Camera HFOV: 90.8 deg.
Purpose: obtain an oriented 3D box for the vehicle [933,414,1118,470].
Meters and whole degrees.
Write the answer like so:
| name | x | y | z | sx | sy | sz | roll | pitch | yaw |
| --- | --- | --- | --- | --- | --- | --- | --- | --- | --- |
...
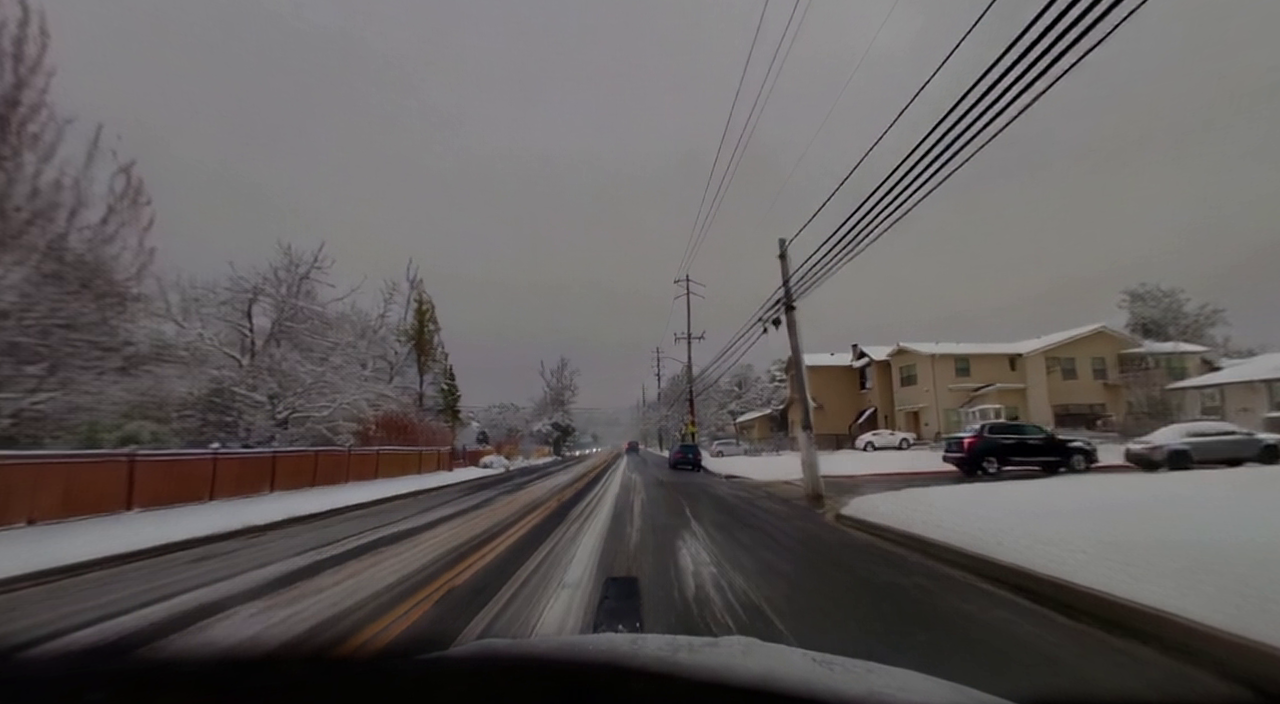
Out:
| name | x | y | z | sx | sy | sz | roll | pitch | yaw |
| --- | --- | --- | --- | --- | --- | --- | --- | --- | --- |
| vehicle | 12.630 | 2.992 | 20.987 | 4.701 | 1.745 | 2.083 | -1 | -9 | 2 |

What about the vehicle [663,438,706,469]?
| name | x | y | z | sx | sy | sz | roll | pitch | yaw |
| --- | --- | --- | --- | --- | --- | --- | --- | --- | --- |
| vehicle | 2.569 | 6.005 | 37.510 | 2.108 | 1.710 | 4.499 | 0 | -8 | -1 |

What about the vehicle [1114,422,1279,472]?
| name | x | y | z | sx | sy | sz | roll | pitch | yaw |
| --- | --- | --- | --- | --- | --- | --- | --- | --- | --- |
| vehicle | 18.816 | 3.141 | 20.872 | 4.558 | 1.554 | 1.990 | 0 | -9 | 4 |

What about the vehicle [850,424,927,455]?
| name | x | y | z | sx | sy | sz | roll | pitch | yaw |
| --- | --- | --- | --- | --- | --- | --- | --- | --- | --- |
| vehicle | 17.725 | 6.249 | 45.245 | 4.457 | 1.780 | 2.170 | -5 | -8 | -1 |
